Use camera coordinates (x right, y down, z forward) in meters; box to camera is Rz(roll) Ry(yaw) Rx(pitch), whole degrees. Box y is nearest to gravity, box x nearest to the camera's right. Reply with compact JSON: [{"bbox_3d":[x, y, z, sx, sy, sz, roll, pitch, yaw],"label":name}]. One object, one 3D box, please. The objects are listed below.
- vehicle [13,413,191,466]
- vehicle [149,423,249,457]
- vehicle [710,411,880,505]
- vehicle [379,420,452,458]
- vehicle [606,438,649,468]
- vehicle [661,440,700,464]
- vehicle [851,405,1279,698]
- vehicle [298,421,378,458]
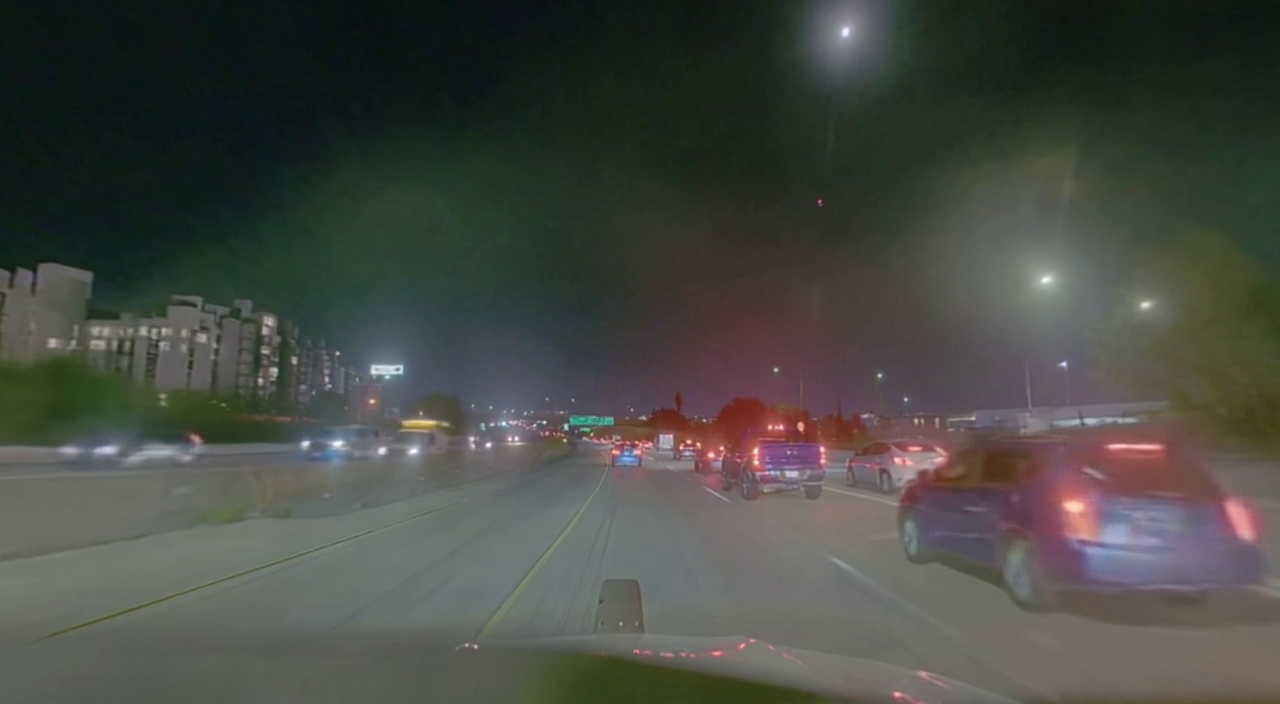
[{"bbox_3d":[-18.776,3.135,22.455,2.111,1.654,4.790,0,-8,-1],"label":"vehicle"},{"bbox_3d":[-23.191,4.681,33.487,1.997,1.665,4.822,0,-8,-3],"label":"vehicle"},{"bbox_3d":[3.841,2.872,17.590,2.747,2.061,7.011,0,-8,-2],"label":"vehicle"},{"bbox_3d":[-11.427,4.500,32.523,2.118,1.831,4.729,0,-8,-2],"label":"vehicle"},{"bbox_3d":[-0.700,5.556,34.853,2.266,1.549,3.978,0,-8,-1],"label":"vehicle"},{"bbox_3d":[2.654,6.688,42.500,2.057,1.517,4.538,0,-8,-3],"label":"vehicle"},{"bbox_3d":[3.850,1.395,5.810,2.048,1.497,4.952,0,-8,-1],"label":"vehicle"},{"bbox_3d":[-15.583,4.583,32.918,2.017,1.764,4.633,0,-8,-2],"label":"vehicle"}]
